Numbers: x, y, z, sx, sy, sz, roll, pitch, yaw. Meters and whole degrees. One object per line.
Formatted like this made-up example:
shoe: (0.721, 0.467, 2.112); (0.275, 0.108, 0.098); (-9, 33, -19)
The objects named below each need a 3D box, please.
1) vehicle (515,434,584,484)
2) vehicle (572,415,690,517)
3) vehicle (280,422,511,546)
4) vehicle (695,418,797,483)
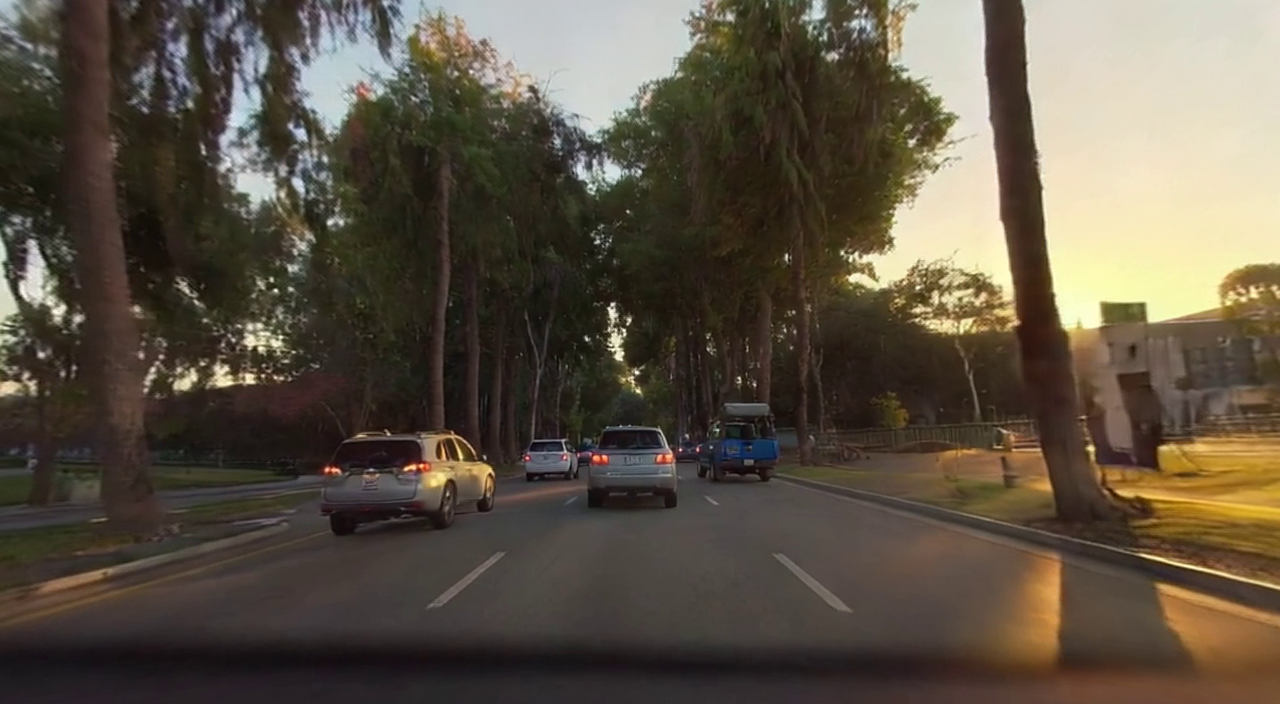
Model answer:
vehicle: (-3.216, 3.882, 23.169); (1.894, 1.642, 3.861); (0, -8, 1)
vehicle: (-0.132, 2.297, 13.117); (2.075, 1.770, 4.018); (0, -8, 1)
vehicle: (-3.735, 2.095, 10.746); (1.959, 1.614, 4.676); (0, -8, 1)
vehicle: (3.665, 3.613, 23.261); (2.655, 2.054, 6.098); (0, -8, 0)
